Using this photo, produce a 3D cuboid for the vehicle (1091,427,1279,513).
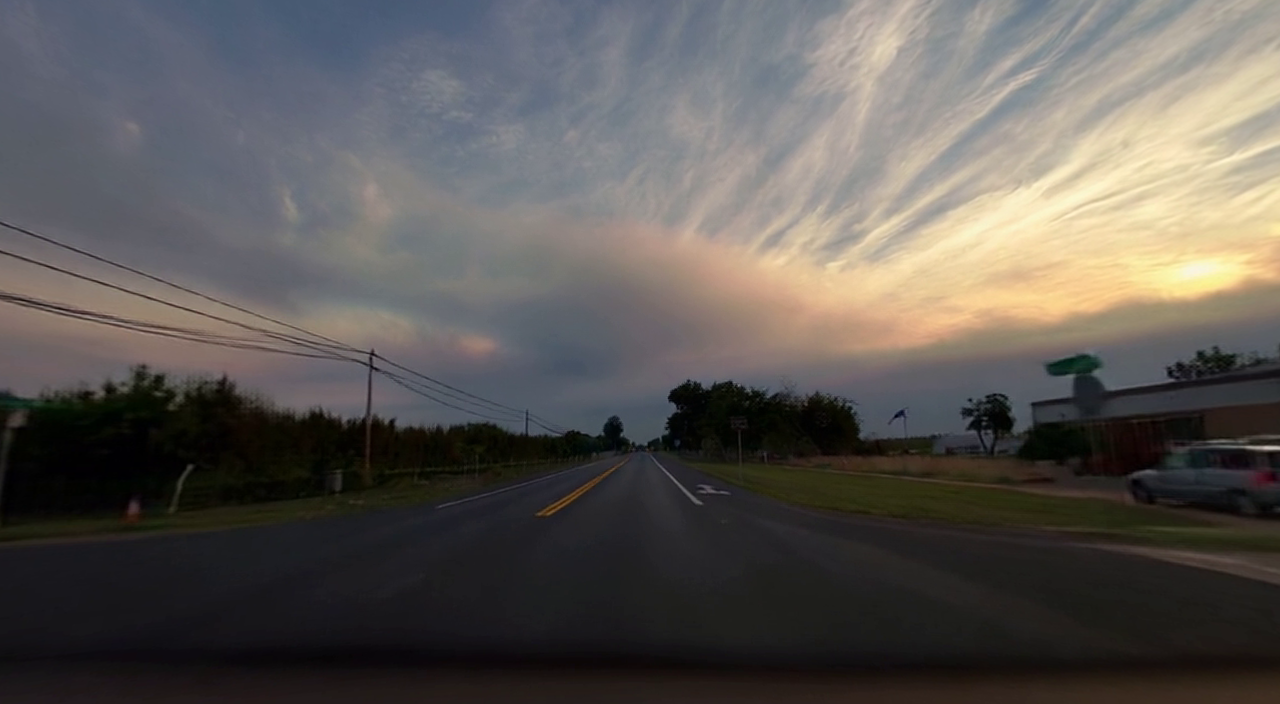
[{"bbox_3d":[14.237,2.799,15.271,2.037,1.829,4.919,4,-9,-21],"label":"vehicle"}]
